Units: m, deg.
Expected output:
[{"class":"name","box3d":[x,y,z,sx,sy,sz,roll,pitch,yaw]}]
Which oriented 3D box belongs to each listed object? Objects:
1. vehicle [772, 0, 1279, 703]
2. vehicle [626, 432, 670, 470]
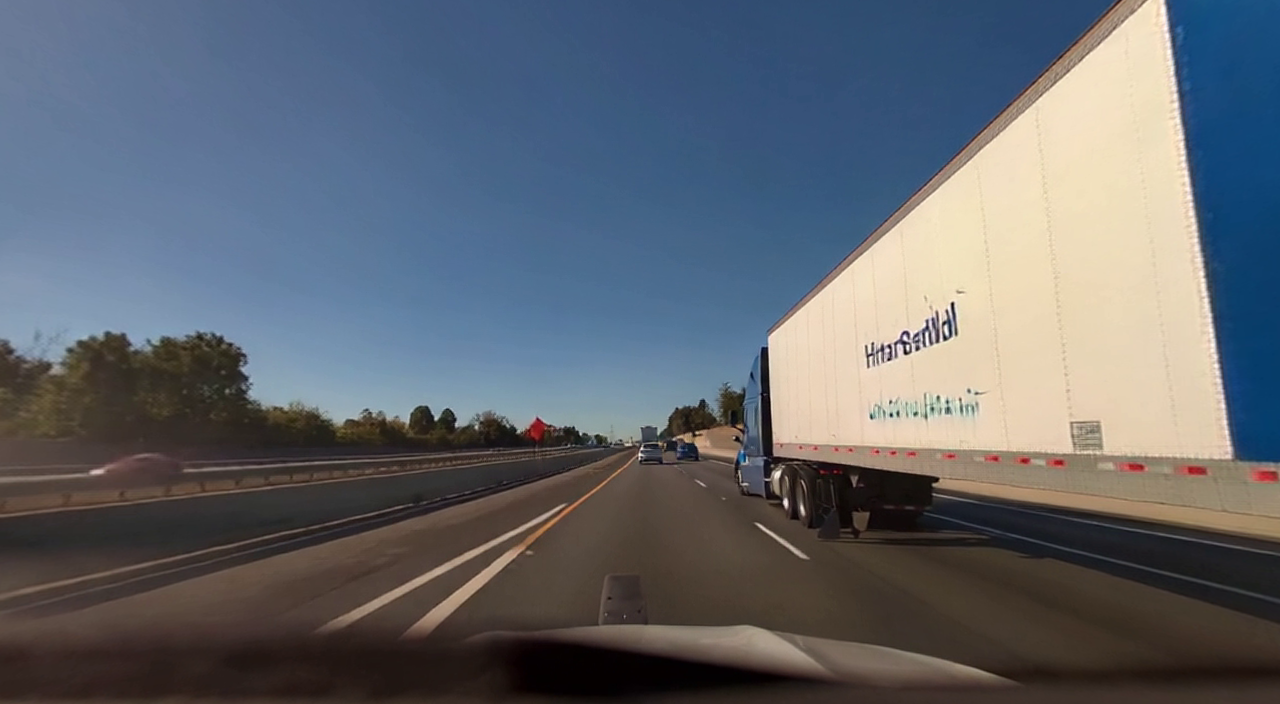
[{"class":"vehicle","box3d":[3.943,-0.008,4.259,3.019,4.145,16.453,0,-9,2]},{"class":"vehicle","box3d":[0.440,5.324,33.947,2.205,1.860,4.301,0,-9,1]}]
